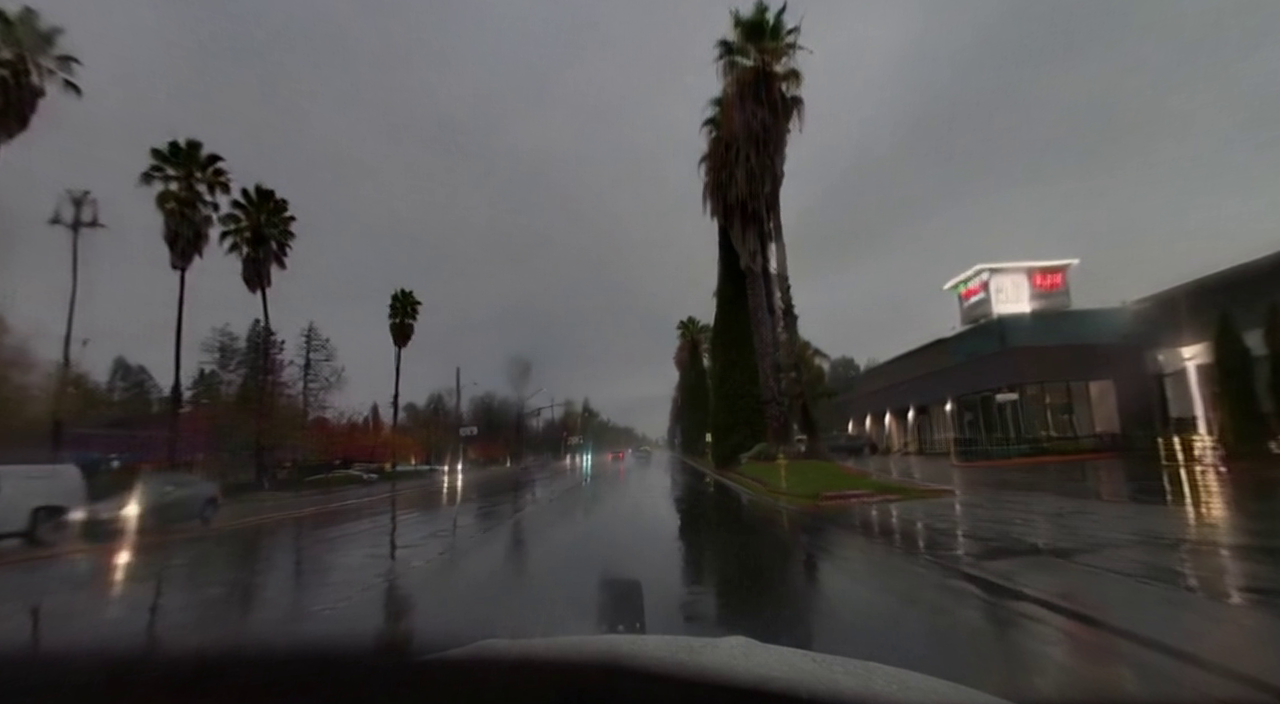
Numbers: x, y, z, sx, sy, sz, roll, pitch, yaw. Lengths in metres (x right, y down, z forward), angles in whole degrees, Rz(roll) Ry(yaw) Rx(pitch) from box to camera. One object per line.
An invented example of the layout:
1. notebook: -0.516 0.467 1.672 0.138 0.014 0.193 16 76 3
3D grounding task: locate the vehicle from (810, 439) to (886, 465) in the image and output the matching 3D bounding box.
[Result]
1. vehicle: 14.656 7.046 44.621 4.577 1.750 2.115 1 -9 -6

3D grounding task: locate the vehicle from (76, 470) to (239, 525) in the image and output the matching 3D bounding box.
1. vehicle: -16.002 4.813 21.340 1.940 1.492 4.495 0 -9 0

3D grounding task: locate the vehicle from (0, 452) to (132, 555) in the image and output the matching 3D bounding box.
1. vehicle: -12.629 2.796 11.706 2.306 1.807 4.927 0 -9 0
